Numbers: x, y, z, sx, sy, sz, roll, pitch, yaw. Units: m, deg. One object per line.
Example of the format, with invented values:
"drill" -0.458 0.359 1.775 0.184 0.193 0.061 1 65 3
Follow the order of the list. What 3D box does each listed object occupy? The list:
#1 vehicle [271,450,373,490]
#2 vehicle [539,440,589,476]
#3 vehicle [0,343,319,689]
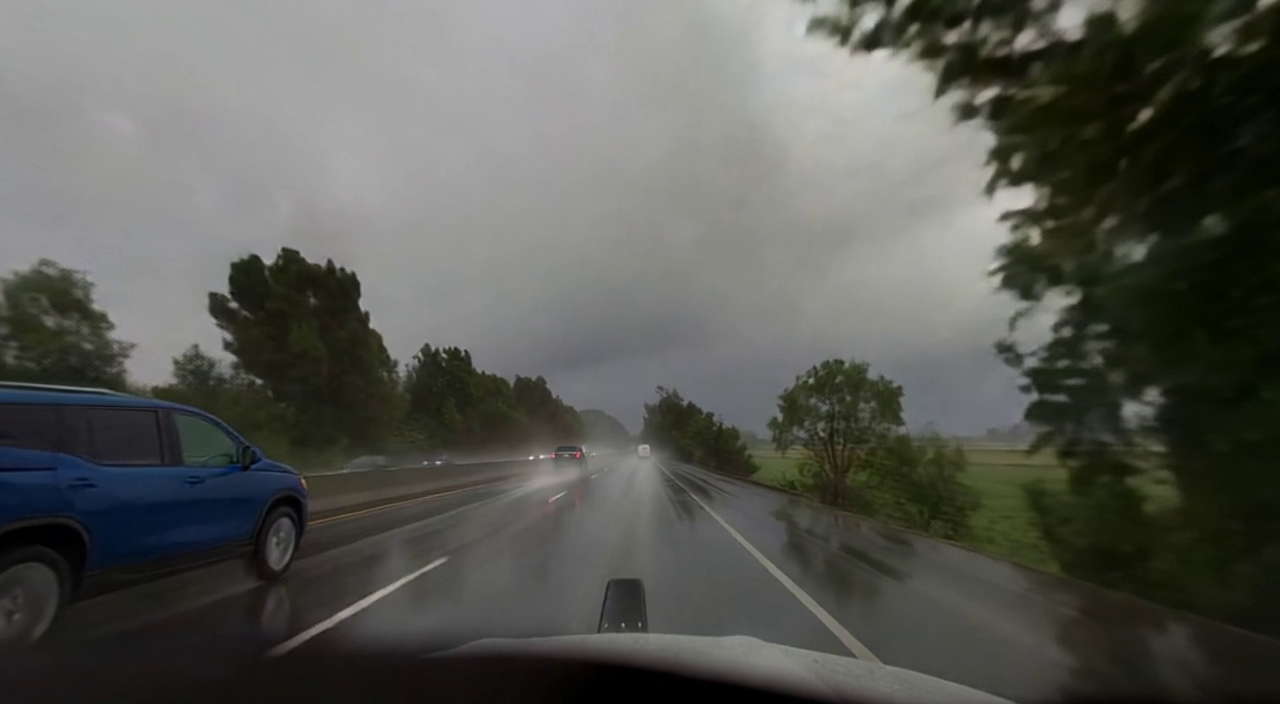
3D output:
"vehicle" -13.096 4.861 26.305 1.822 1.481 4.657 0 -9 0
"vehicle" -3.973 5.653 33.777 2.056 1.811 4.202 -1 -9 1
"vehicle" -4.675 1.095 4.628 2.102 1.941 4.703 0 -9 0
